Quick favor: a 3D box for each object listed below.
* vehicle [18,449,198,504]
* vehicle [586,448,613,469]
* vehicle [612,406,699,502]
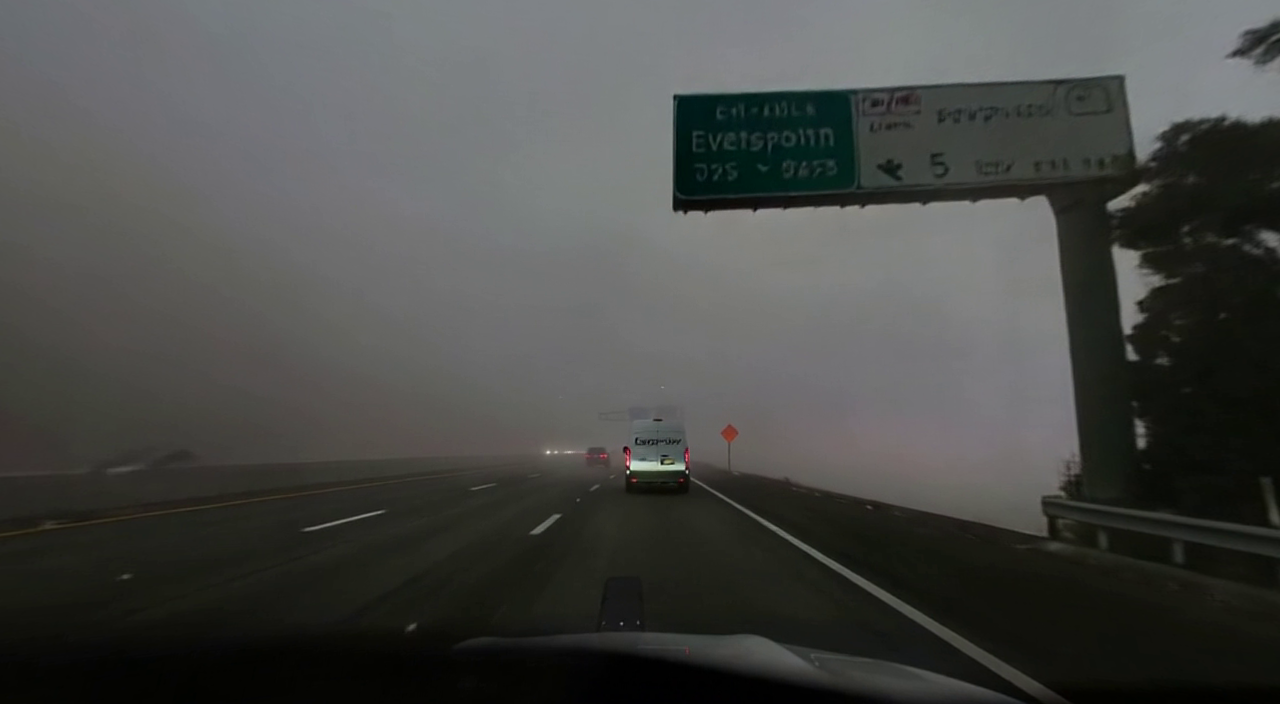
[{"bbox_3d":[-16.116,3.749,19.459,1.922,1.484,4.118,0,-9,0],"label":"vehicle"},{"bbox_3d":[-3.037,8.026,47.506,1.788,1.500,3.475,0,-9,0],"label":"vehicle"},{"bbox_3d":[0.335,3.136,19.652,2.332,2.558,5.314,0,-9,-2],"label":"vehicle"}]
